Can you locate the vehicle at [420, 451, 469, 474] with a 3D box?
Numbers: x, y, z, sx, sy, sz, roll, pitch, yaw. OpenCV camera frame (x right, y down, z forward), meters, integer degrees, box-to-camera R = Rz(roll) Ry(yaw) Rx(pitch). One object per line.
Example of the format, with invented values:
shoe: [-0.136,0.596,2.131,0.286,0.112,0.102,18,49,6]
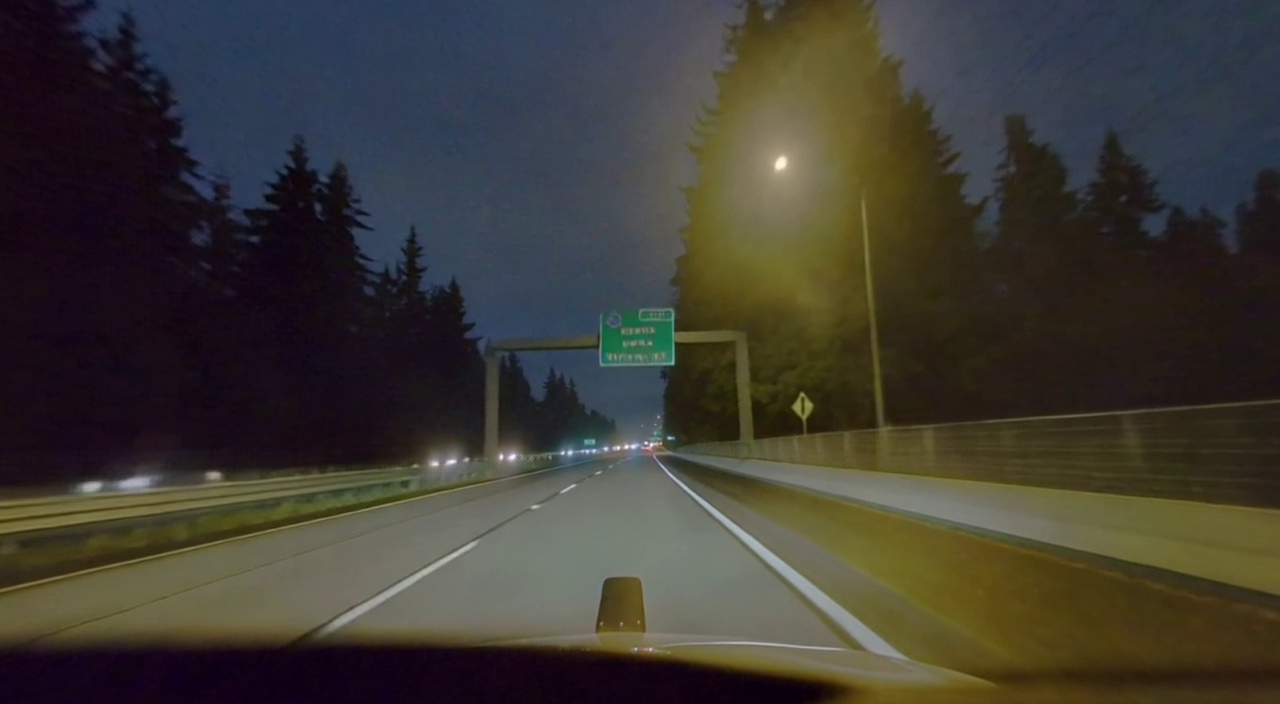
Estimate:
vehicle: [-12.979,7.340,42.132,1.853,1.448,4.331,0,-9,0]

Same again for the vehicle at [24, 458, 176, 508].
vehicle: [-17.347,4.174,20.518,1.768,1.425,3.536,0,-9,0]
